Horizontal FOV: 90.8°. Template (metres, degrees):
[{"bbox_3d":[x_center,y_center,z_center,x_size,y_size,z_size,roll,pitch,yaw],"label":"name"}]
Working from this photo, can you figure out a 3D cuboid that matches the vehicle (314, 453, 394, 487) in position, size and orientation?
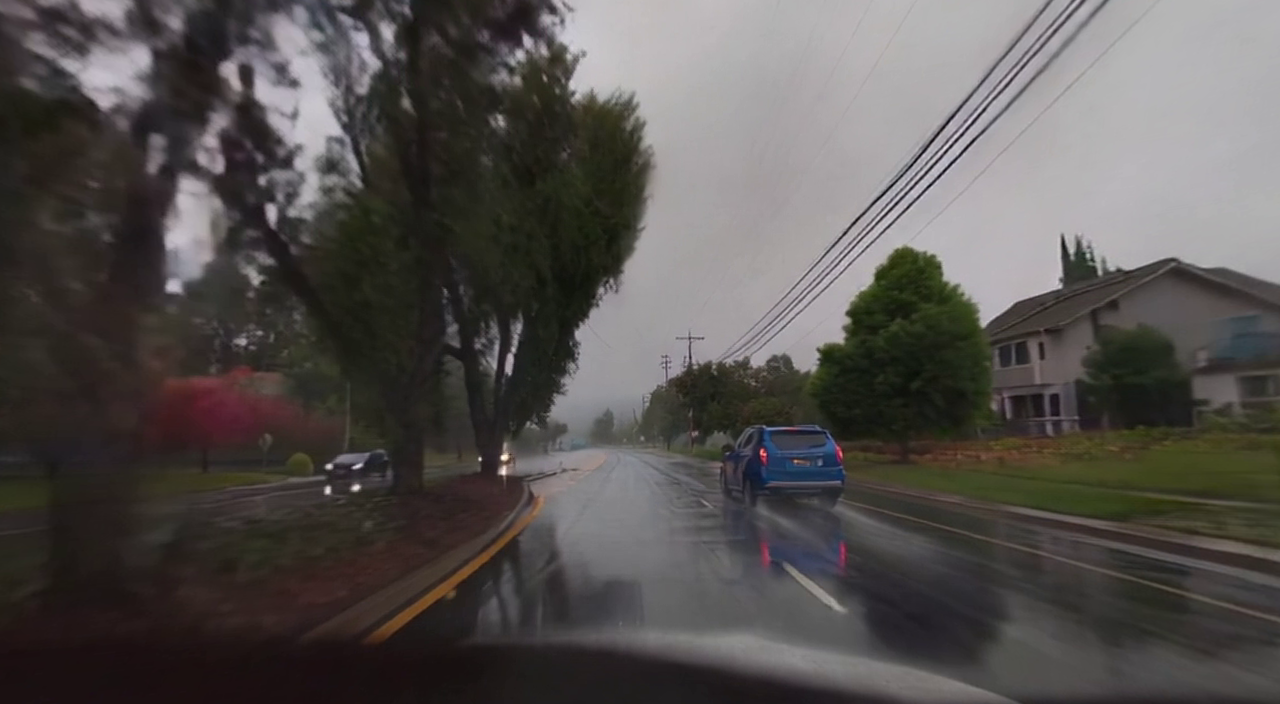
[{"bbox_3d":[-13.947,5.750,31.100,1.968,1.533,4.280,0,-9,-1],"label":"vehicle"}]

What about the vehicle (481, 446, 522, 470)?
[{"bbox_3d":[-10.723,8.246,49.170,2.075,1.739,4.864,0,-9,0],"label":"vehicle"}]

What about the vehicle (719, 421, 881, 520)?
[{"bbox_3d":[3.259,2.548,14.076,2.193,1.777,4.772,0,-9,-2],"label":"vehicle"}]
